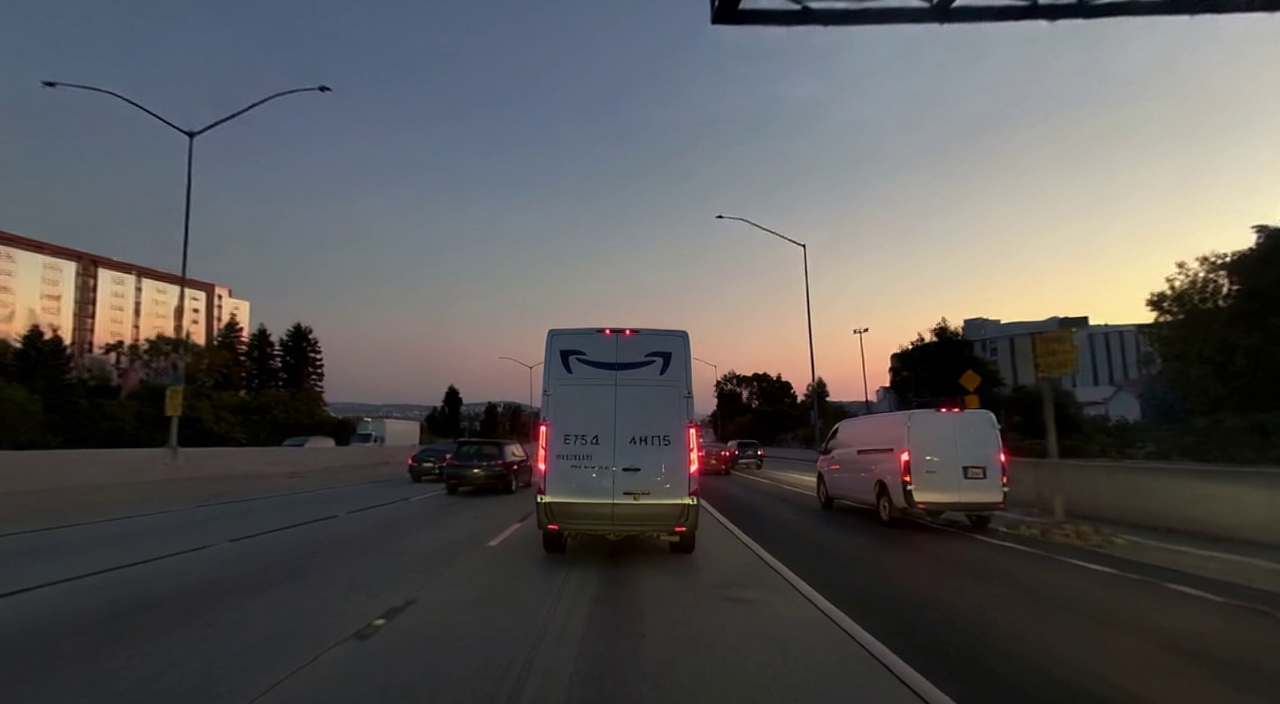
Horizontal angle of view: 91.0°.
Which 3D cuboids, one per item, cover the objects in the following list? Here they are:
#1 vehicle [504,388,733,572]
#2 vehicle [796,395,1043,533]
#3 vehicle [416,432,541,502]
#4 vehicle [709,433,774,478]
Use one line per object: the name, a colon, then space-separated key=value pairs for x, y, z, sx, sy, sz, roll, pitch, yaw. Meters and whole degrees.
vehicle: x=-0.202 y=1.610 z=8.589 sx=2.287 sy=1.823 sz=4.369 roll=0 pitch=-9 yaw=0
vehicle: x=4.767 y=2.036 z=11.970 sx=2.179 sy=1.999 sz=5.331 roll=1 pitch=-9 yaw=-1
vehicle: x=-3.895 y=2.859 z=16.082 sx=1.983 sy=1.496 sz=4.371 roll=0 pitch=-9 yaw=1
vehicle: x=4.209 y=4.373 z=26.868 sx=2.064 sy=1.720 sz=4.416 roll=0 pitch=-9 yaw=1
